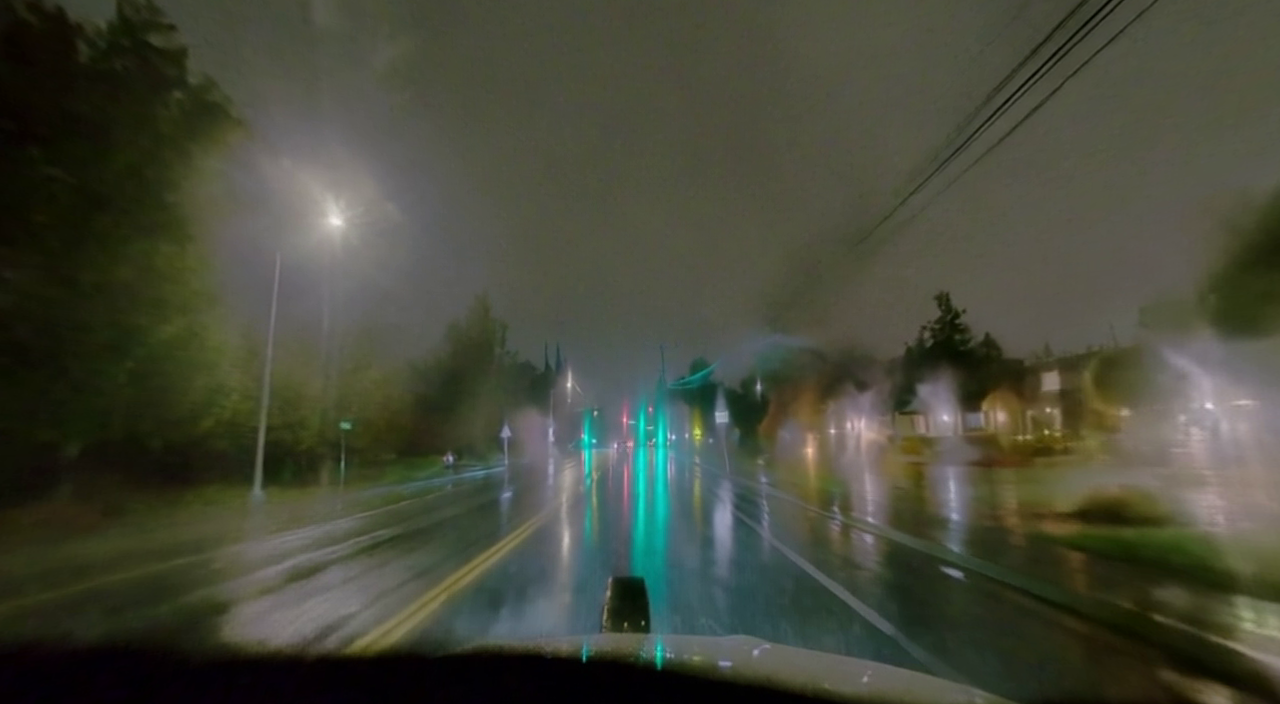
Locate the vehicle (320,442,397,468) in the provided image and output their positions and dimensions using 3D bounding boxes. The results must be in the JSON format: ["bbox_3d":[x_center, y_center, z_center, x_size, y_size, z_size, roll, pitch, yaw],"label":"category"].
[{"bbox_3d":[-18.900,6.923,42.449,4.233,1.623,1.943,0,-8,1],"label":"vehicle"}]

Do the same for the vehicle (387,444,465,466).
[{"bbox_3d":[-15.072,7.275,44.604,4.787,1.474,1.967,-1,-8,3],"label":"vehicle"}]

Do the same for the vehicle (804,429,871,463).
[{"bbox_3d":[9.776,4.716,31.572,1.805,1.571,4.467,0,-9,-2],"label":"vehicle"}]
